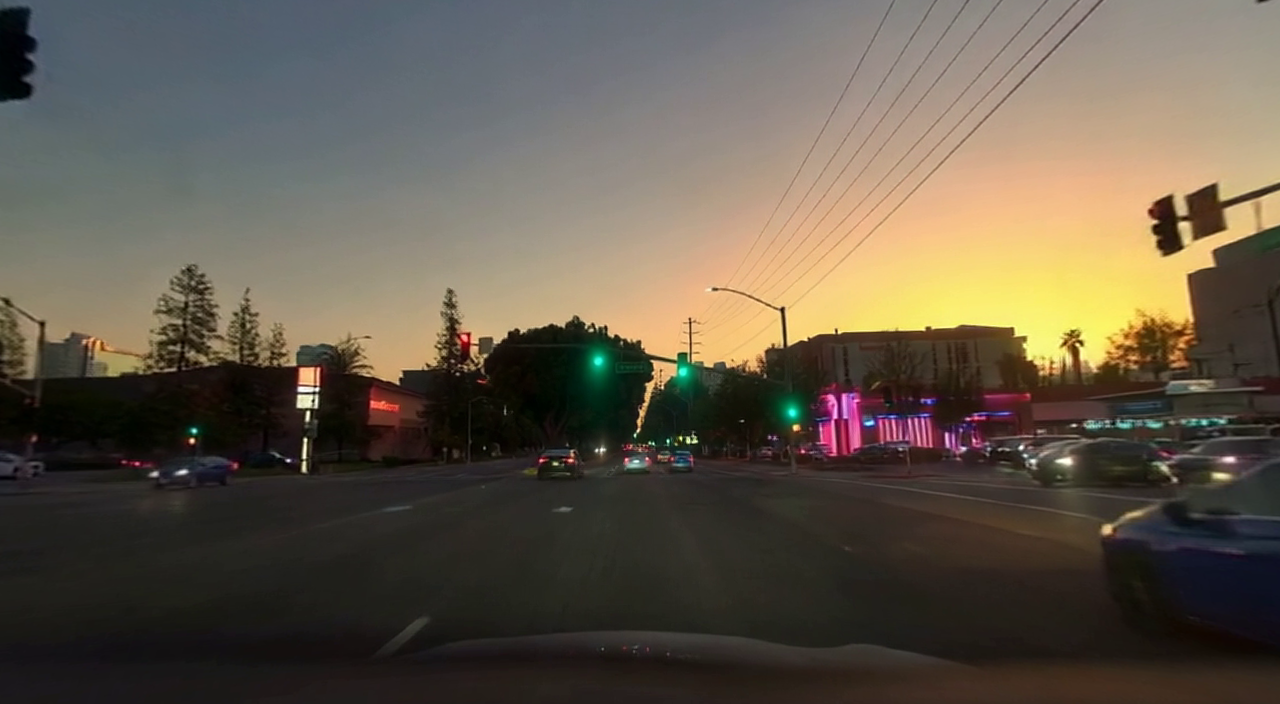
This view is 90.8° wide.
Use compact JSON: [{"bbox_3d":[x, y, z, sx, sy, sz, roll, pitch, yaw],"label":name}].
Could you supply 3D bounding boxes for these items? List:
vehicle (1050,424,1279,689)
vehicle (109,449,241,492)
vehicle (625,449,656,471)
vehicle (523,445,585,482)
[{"bbox_3d":[4.644,1.094,3.168,2.119,1.479,4.910,-1,-9,4],"label":"vehicle"},{"bbox_3d":[-21.828,5.534,30.073,2.066,1.835,5.580,0,-9,0],"label":"vehicle"},{"bbox_3d":[0.001,7.547,44.445,2.072,1.473,4.139,0,-9,-1],"label":"vehicle"},{"bbox_3d":[-3.885,5.116,29.311,2.035,1.564,4.702,-1,-9,2],"label":"vehicle"}]
